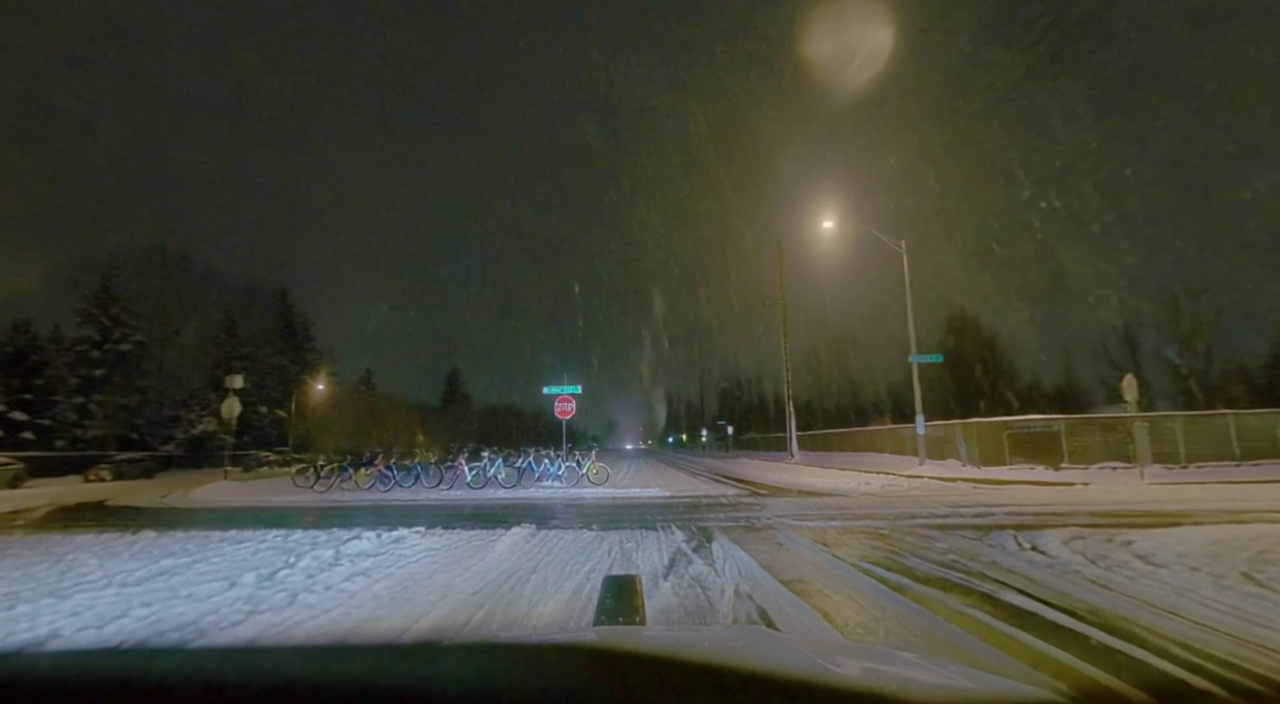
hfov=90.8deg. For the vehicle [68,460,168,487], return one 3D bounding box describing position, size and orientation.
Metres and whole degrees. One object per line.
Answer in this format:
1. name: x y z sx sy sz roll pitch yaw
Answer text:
1. vehicle: -33.556 7.783 40.685 4.569 1.558 1.903 0 -9 -5
